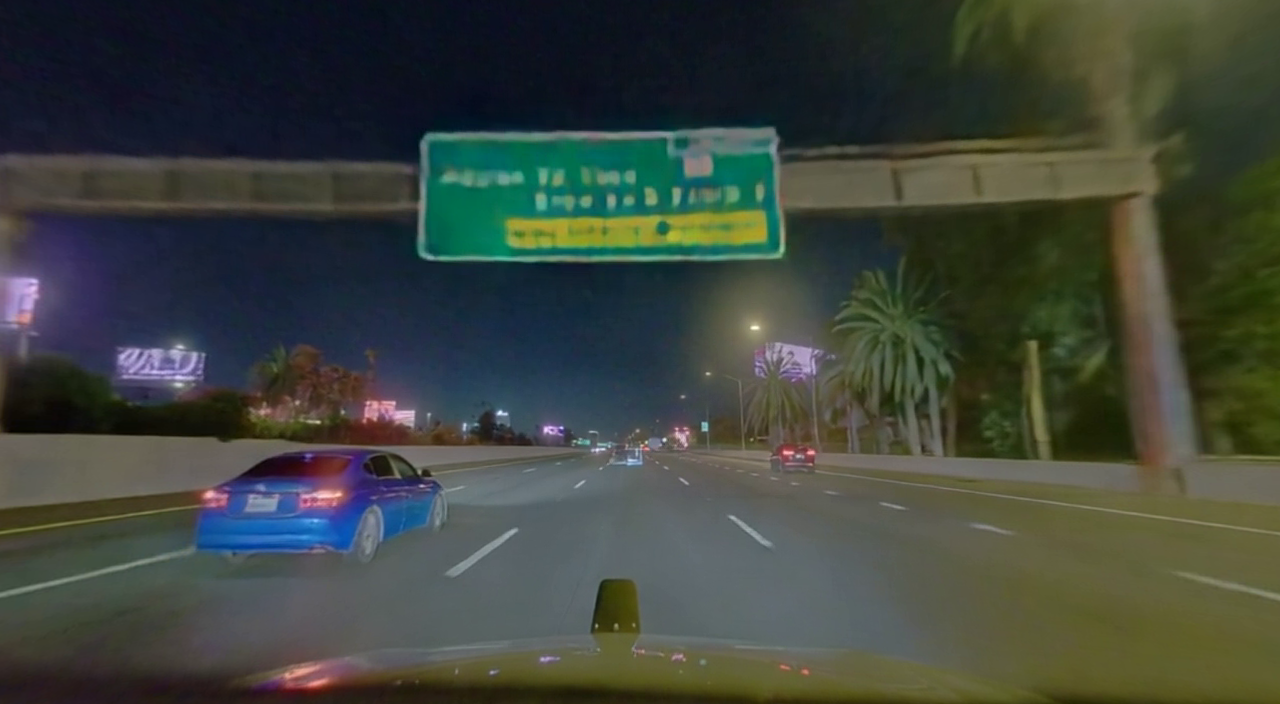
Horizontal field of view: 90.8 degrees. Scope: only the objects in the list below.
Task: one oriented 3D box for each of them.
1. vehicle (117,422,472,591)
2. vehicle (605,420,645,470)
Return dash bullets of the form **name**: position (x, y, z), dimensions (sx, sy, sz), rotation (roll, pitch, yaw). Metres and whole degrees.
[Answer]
- **vehicle**: position (-3.963, 1.844, 8.545), dimensions (2.021, 1.598, 4.887), rotation (0, -8, 0)
- **vehicle**: position (-0.980, 5.964, 40.466), dimensions (2.364, 2.953, 6.495), rotation (0, -8, -2)
